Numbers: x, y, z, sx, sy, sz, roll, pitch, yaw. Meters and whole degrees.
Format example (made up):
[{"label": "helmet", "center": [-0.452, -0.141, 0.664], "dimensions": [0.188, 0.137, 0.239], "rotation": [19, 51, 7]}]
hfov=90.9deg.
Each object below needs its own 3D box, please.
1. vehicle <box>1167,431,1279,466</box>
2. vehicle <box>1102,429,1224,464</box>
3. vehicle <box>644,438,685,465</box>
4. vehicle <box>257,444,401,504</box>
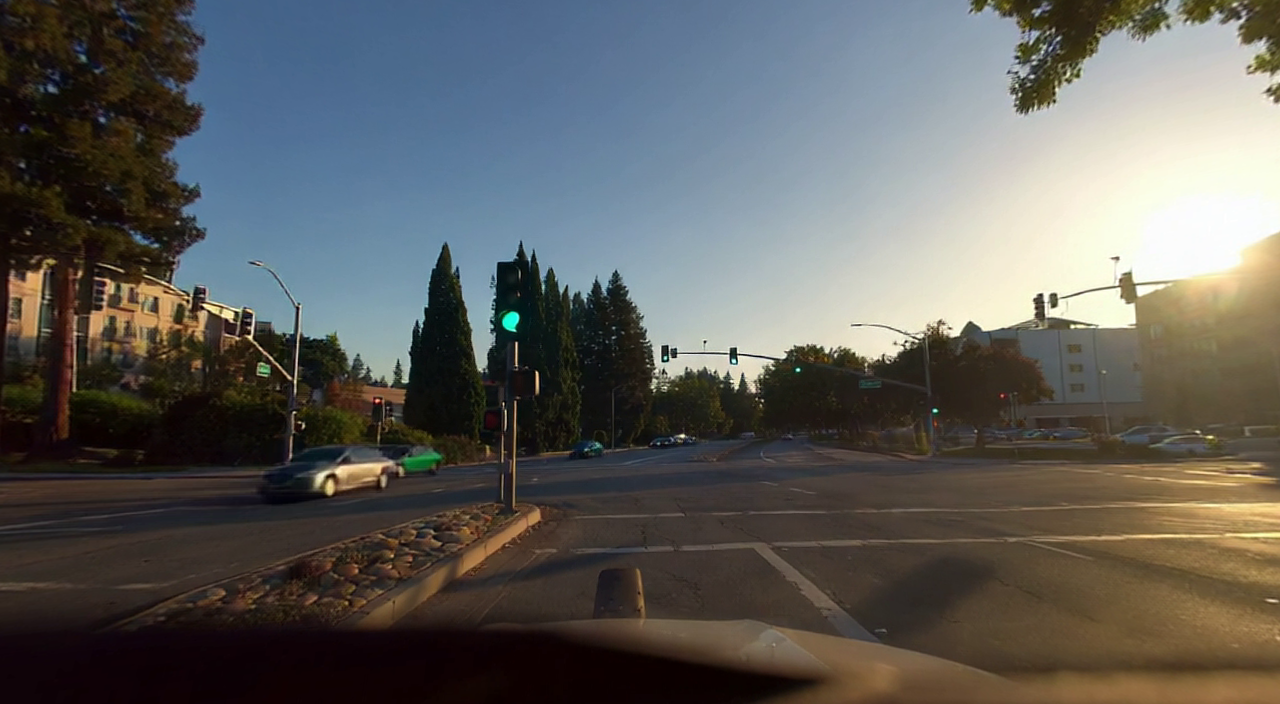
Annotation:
[{"label": "vehicle", "center": [26.299, 4.242, 27.881], "dimensions": [4.644, 1.470, 1.922], "rotation": [1, -8, -10]}, {"label": "vehicle", "center": [25.935, 4.681, 31.356], "dimensions": [4.441, 1.674, 2.035], "rotation": [1, -8, -8]}, {"label": "vehicle", "center": [1.751, 6.774, 43.253], "dimensions": [2.197, 1.739, 4.177], "rotation": [-2, -8, 10]}, {"label": "vehicle", "center": [-8.591, 3.351, 17.855], "dimensions": [1.877, 1.481, 3.853], "rotation": [-1, -8, 5]}]
